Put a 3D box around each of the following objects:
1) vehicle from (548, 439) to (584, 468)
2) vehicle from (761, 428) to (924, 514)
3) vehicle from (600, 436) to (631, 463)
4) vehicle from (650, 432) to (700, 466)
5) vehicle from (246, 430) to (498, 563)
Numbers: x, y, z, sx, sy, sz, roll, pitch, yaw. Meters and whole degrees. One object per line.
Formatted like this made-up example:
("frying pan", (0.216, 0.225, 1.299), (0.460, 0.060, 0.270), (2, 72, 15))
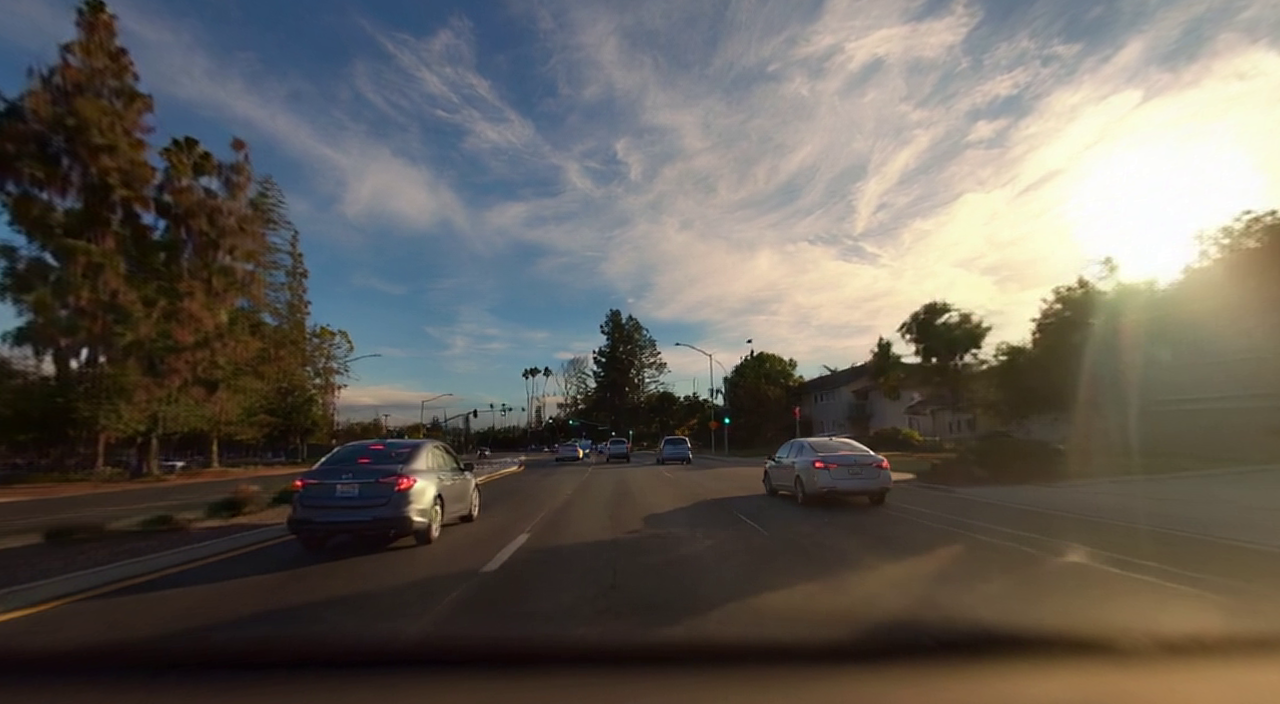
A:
("vehicle", (-4.309, 5.986, 37.349), (1.922, 1.577, 4.140), (0, -8, -4))
("vehicle", (3.964, 2.401, 13.185), (1.870, 1.491, 4.009), (0, -8, -3))
("vehicle", (-1.901, 7.339, 47.621), (2.164, 1.867, 4.254), (1, -8, -5))
("vehicle", (2.107, 6.058, 39.756), (2.391, 1.960, 5.600), (0, -8, -4))
("vehicle", (-3.507, 1.948, 9.300), (1.924, 1.473, 4.200), (0, -8, -1))
